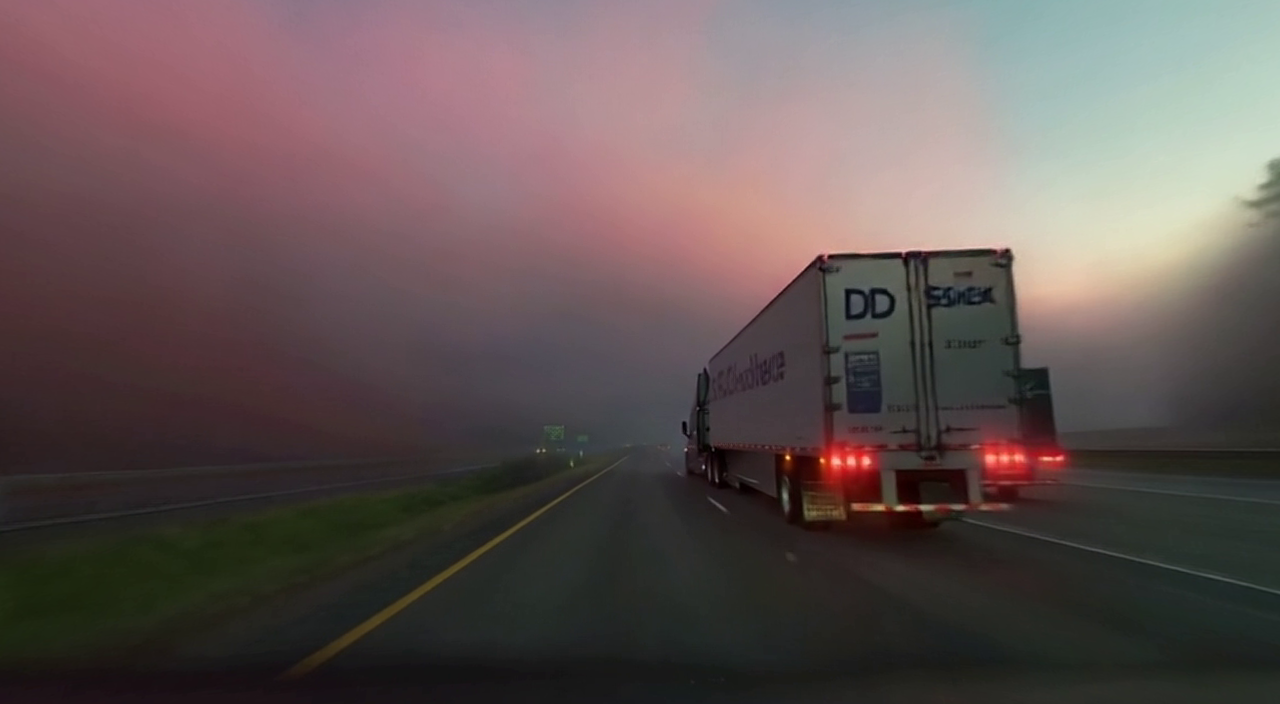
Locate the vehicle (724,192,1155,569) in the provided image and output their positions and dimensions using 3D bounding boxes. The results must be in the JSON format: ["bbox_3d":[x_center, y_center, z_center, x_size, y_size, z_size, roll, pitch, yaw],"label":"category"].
[{"bbox_3d":[3.715,0.941,11.387,3.025,4.010,9.542,0,-9,0],"label":"vehicle"}]
